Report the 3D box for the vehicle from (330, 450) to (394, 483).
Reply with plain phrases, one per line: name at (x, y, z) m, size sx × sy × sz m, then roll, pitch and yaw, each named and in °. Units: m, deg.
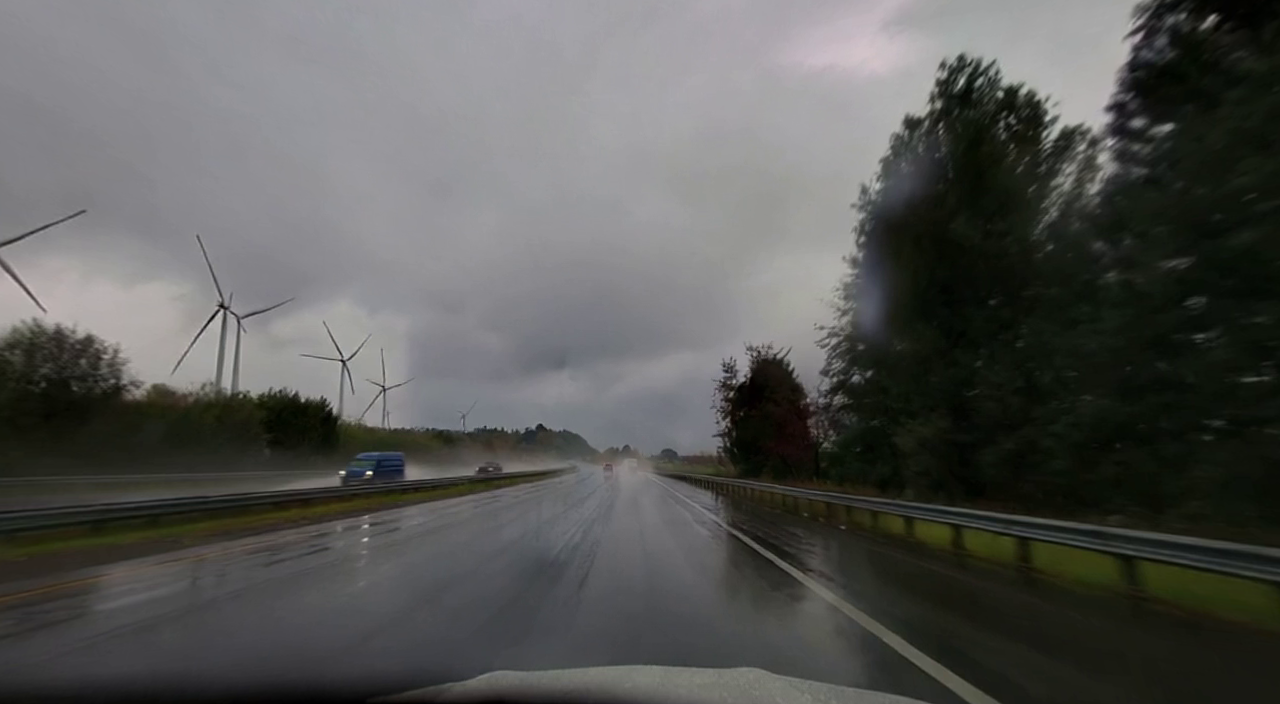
vehicle at (-17.481, 7.260, 39.936) m, size 1.954 × 1.878 × 4.658 m, roll 1°, pitch -10°, yaw -1°
